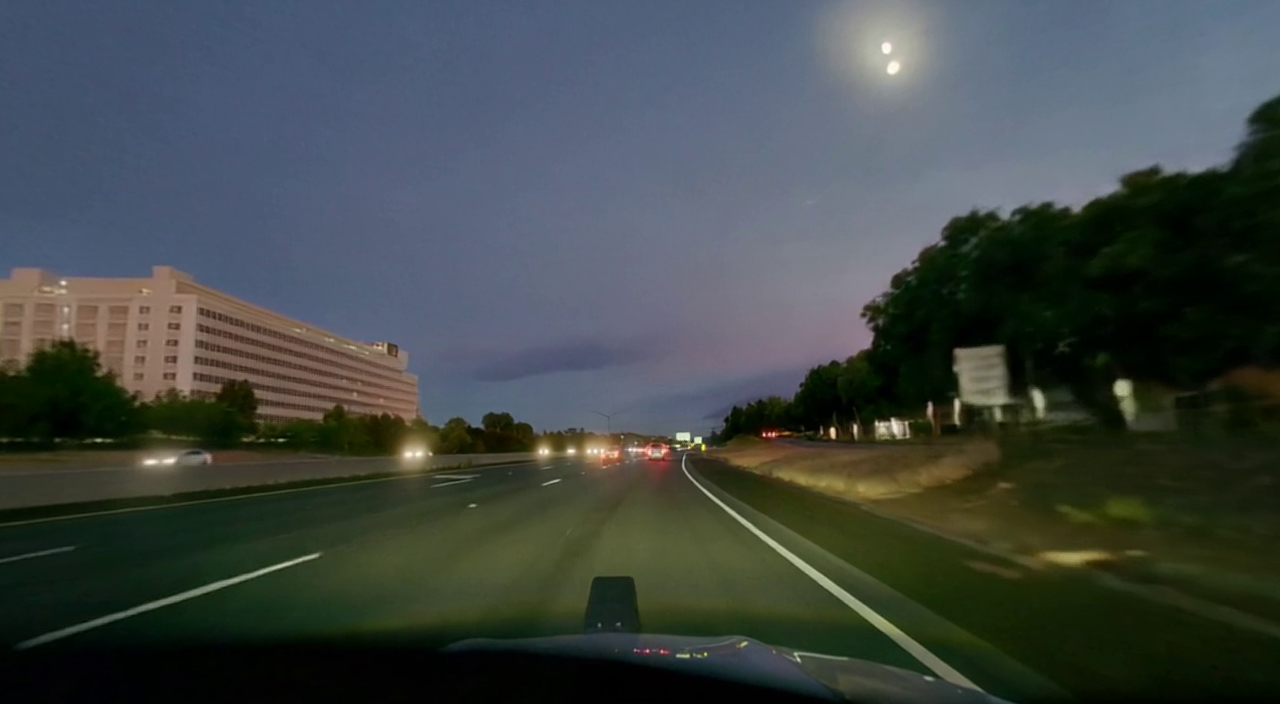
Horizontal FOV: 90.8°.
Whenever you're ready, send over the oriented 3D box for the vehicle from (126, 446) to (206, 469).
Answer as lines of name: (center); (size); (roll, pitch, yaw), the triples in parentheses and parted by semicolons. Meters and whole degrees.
vehicle: (-35.719, 7.966, 47.791); (1.896, 1.640, 4.873); (-1, -9, 8)
